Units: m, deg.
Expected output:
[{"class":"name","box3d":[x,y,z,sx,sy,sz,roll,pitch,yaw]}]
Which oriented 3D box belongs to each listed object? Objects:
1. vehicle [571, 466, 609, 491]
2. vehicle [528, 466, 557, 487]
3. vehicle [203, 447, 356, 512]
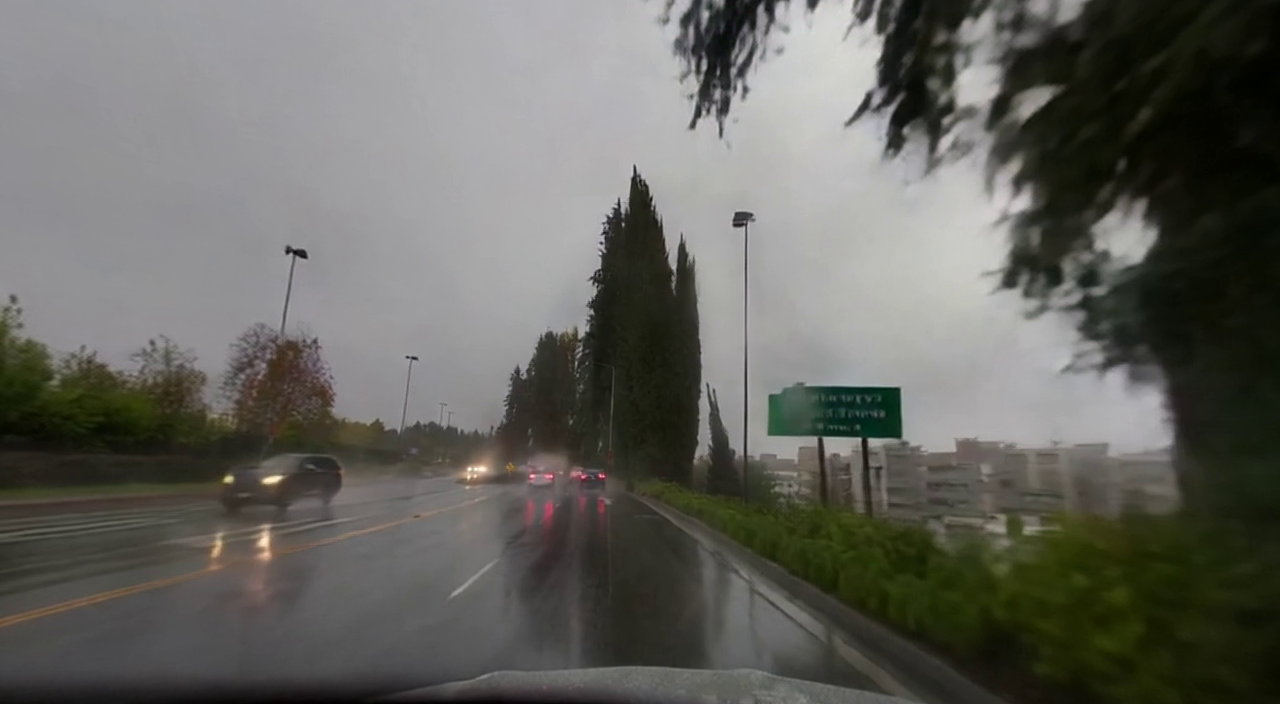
[{"class":"vehicle","box3d":[-3.336,8.232,41.130,2.129,1.471,4.258,3,-10,-8]},{"class":"vehicle","box3d":[-7.458,9.473,48.226,2.030,1.441,4.806,3,-10,-8]},{"class":"vehicle","box3d":[-10.703,3.844,19.202,2.183,1.665,4.498,2,-10,-4]}]
